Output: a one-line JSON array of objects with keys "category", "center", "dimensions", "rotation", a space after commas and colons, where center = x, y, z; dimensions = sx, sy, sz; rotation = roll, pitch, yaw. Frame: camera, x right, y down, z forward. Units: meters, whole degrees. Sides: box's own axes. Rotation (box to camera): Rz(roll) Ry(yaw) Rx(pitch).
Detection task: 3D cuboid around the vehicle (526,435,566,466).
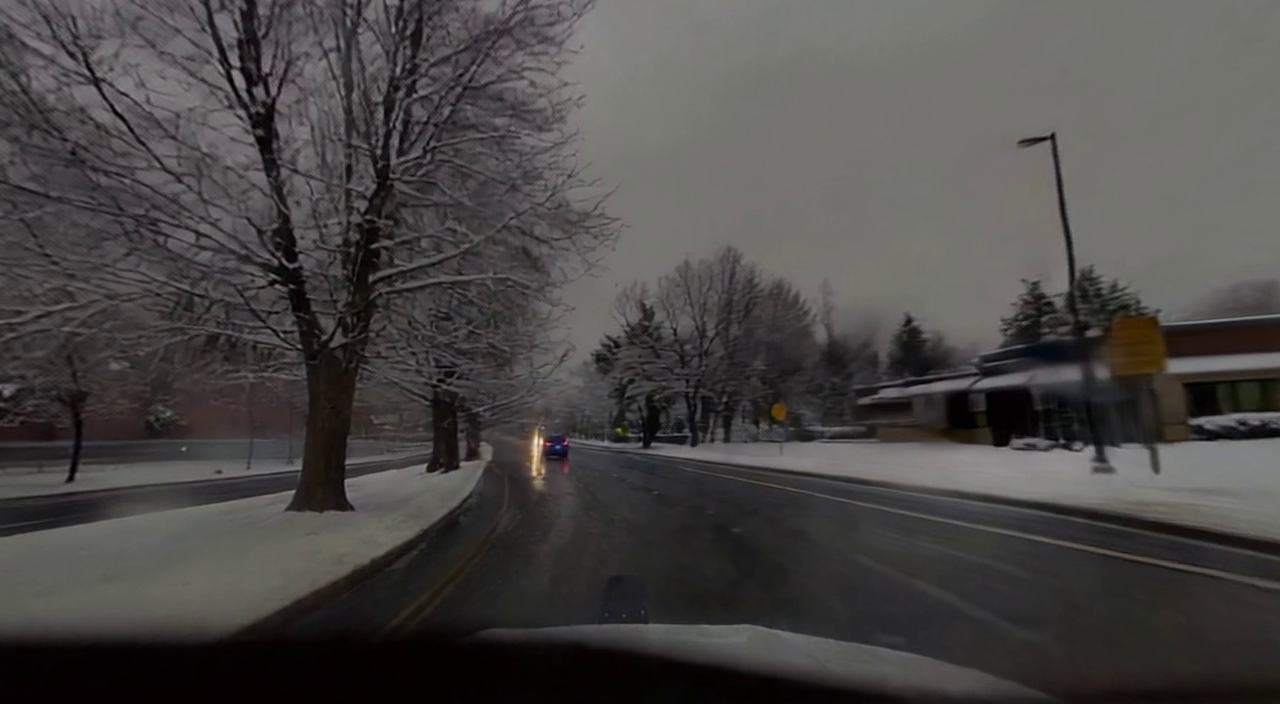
[{"category": "vehicle", "center": [-6.087, 6.265, 40.415], "dimensions": [2.146, 1.814, 5.110], "rotation": [2, -8, -13]}]
